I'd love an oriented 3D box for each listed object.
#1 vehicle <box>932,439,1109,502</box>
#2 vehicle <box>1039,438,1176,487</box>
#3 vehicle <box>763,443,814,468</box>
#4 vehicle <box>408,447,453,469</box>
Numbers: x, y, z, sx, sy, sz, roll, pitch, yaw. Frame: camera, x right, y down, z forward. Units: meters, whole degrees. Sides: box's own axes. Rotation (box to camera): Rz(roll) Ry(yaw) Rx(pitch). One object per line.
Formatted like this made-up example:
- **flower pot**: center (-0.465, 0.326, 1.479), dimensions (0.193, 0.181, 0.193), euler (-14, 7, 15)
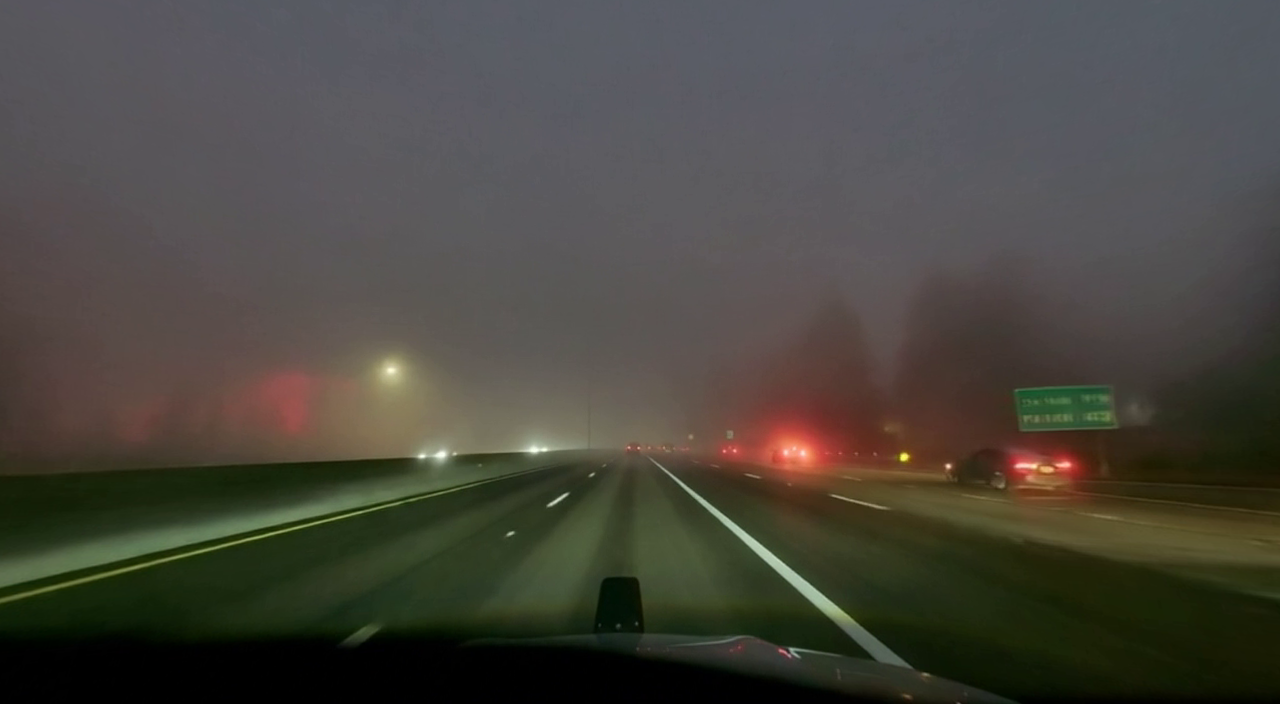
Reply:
- **vehicle**: center (10.526, 3.296, 18.071), dimensions (1.962, 1.536, 4.945), euler (1, -9, -1)
- **vehicle**: center (15.793, 3.729, 21.571), dimensions (2.354, 1.516, 3.035), euler (0, -8, 3)
- **vehicle**: center (9.641, 6.750, 41.309), dimensions (2.075, 1.496, 4.573), euler (1, -9, -2)
- **vehicle**: center (-14.800, 7.519, 44.839), dimensions (1.895, 1.444, 3.835), euler (0, -9, 0)
